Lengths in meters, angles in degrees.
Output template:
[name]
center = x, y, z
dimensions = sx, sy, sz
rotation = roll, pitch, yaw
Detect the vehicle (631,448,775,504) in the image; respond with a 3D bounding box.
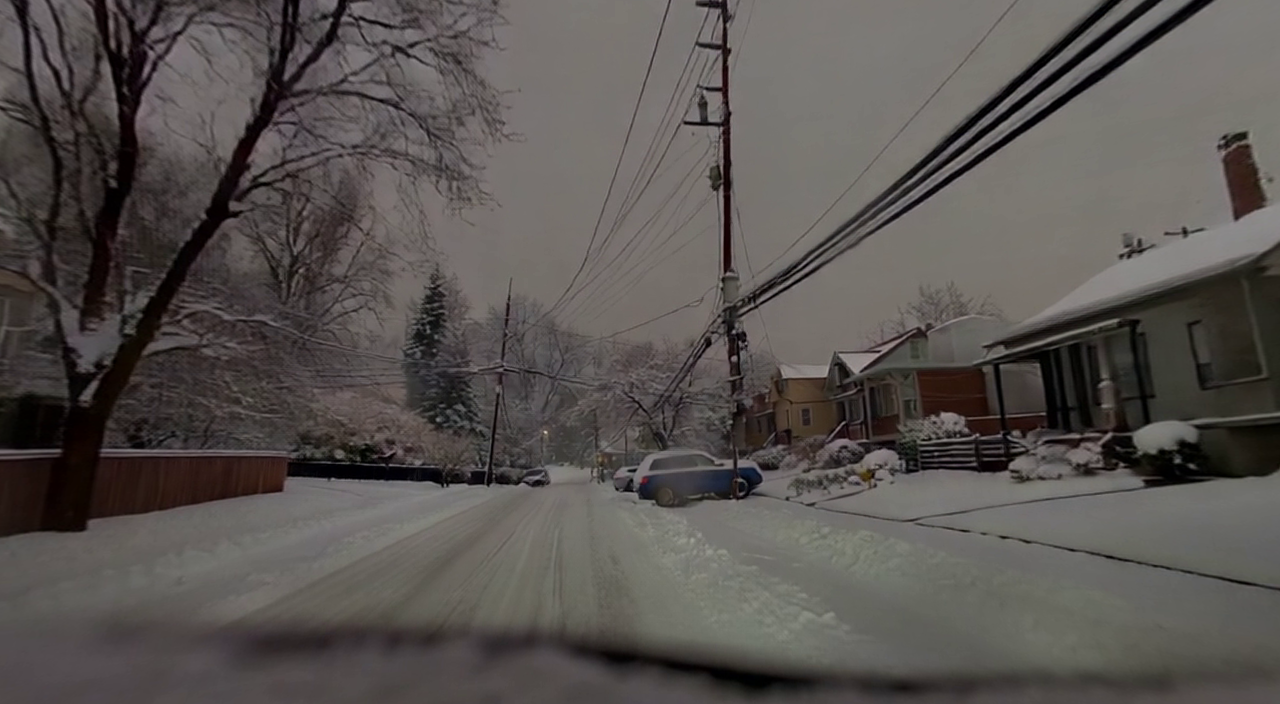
[vehicle]
center = 2.029, 4.089, 21.119
dimensions = 4.413, 1.728, 1.869
rotation = 2, -9, -10
